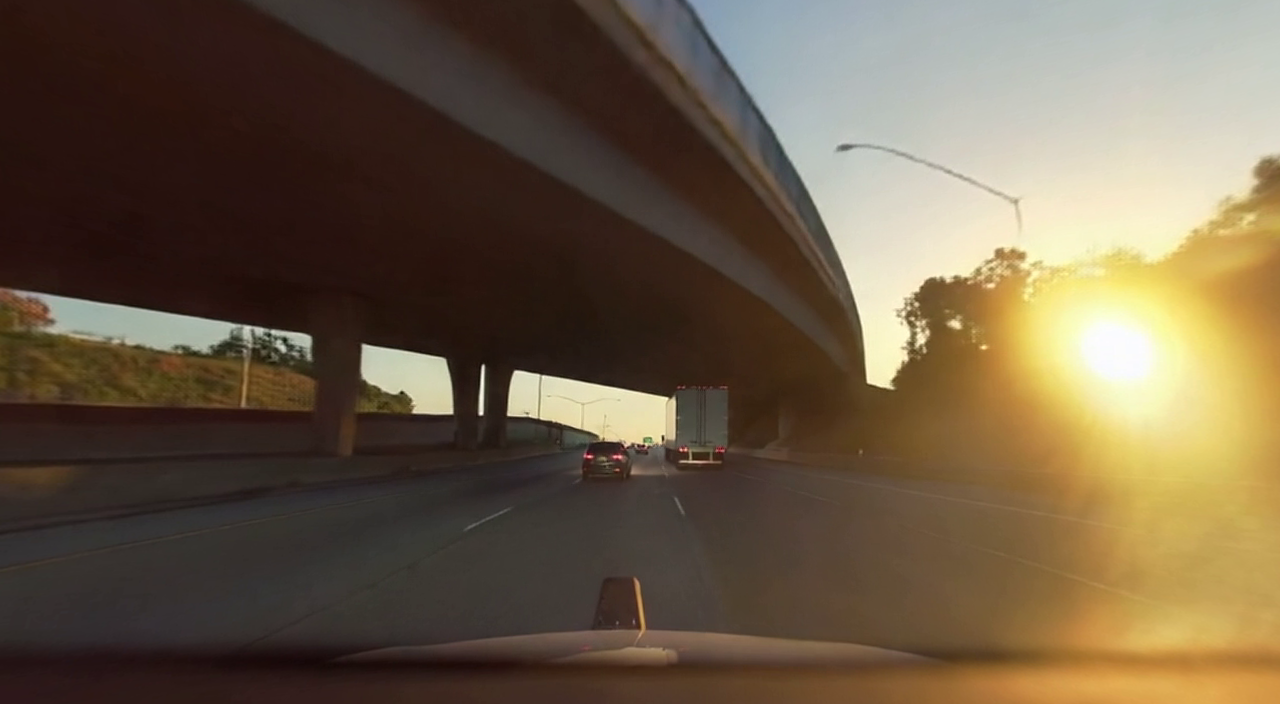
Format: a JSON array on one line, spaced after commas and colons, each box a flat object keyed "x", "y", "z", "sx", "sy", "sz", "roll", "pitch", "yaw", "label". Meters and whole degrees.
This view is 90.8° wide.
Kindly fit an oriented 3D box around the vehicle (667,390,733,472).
[{"x": 3.216, "y": 4.672, "z": 36.504, "sx": 2.964, "sy": 4.063, "sz": 10.072, "roll": 0, "pitch": -9, "yaw": 1, "label": "vehicle"}]

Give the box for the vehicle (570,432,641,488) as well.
[{"x": -1.046, "y": 3.674, "z": 21.784, "sx": 2.077, "sy": 1.716, "sz": 4.514, "roll": 0, "pitch": -9, "yaw": 1, "label": "vehicle"}]
